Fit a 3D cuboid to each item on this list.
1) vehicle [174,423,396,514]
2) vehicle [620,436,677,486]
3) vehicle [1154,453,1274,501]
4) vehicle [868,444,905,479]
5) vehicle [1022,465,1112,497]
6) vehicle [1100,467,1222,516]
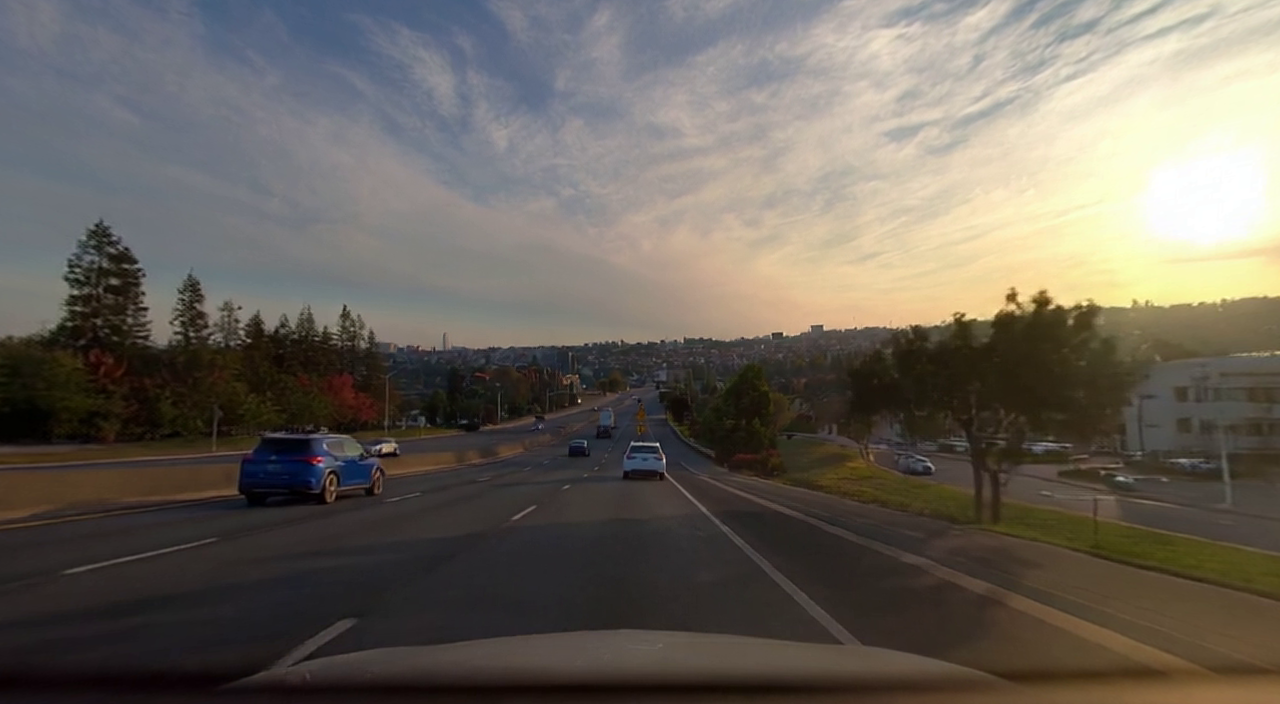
[{"bbox_3d":[-7.471,2.512,14.116,1.997,1.650,5.090,0,-9,0],"label":"vehicle"},{"bbox_3d":[0.333,4.393,25.785,2.125,1.830,4.370,0,-9,0],"label":"vehicle"},{"bbox_3d":[34.322,7.426,37.959,4.850,1.840,1.939,5,1,22],"label":"vehicle"},{"bbox_3d":[17.883,7.915,46.030,1.849,1.958,4.453,-2,-3,13],"label":"vehicle"},{"bbox_3d":[25.588,7.738,38.074,1.862,1.481,4.503,0,-7,-9],"label":"vehicle"},{"bbox_3d":[26.148,6.957,31.941,1.975,1.950,4.526,0,-7,-5],"label":"vehicle"}]
